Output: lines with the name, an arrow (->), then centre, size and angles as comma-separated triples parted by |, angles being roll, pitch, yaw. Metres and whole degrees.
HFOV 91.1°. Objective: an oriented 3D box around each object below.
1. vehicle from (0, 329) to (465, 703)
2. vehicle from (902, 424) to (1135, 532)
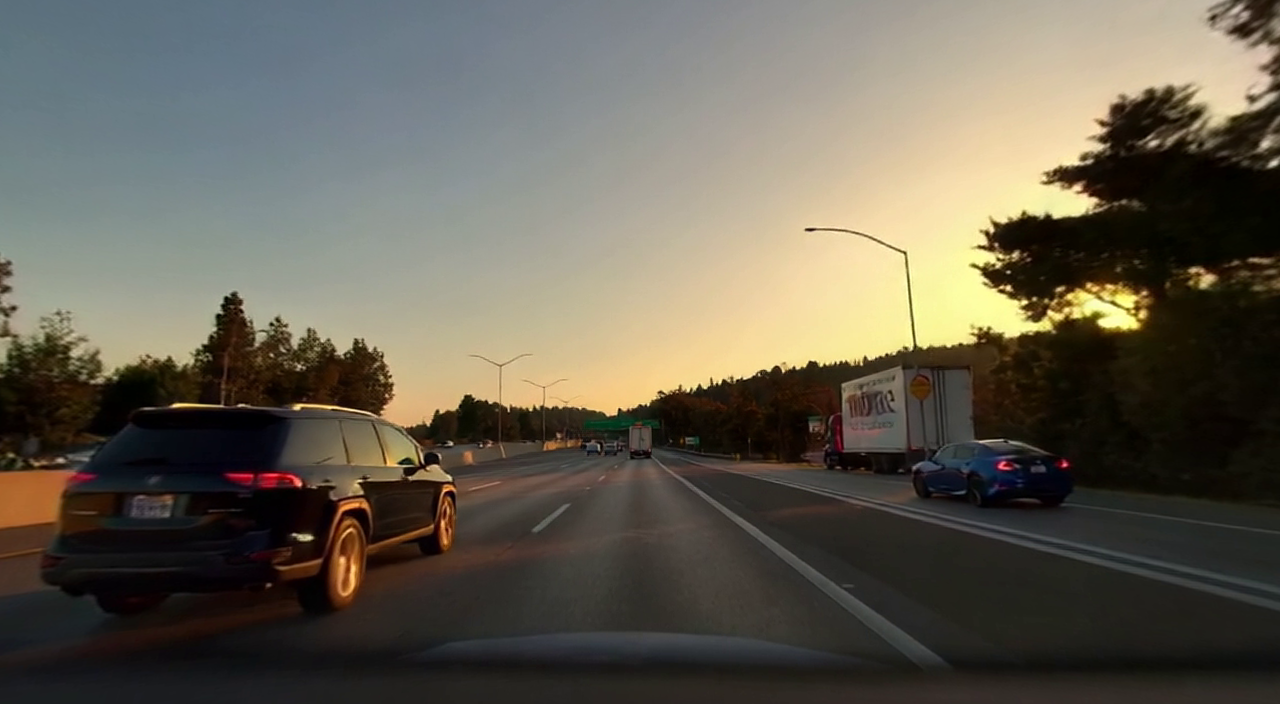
vehicle -> -3.253, 1.164, 5.190 | 2.178, 1.826, 4.933 | 0, -9, 0
vehicle -> 6.856, 2.301, 12.040 | 1.958, 1.681, 4.109 | 0, -9, 2
